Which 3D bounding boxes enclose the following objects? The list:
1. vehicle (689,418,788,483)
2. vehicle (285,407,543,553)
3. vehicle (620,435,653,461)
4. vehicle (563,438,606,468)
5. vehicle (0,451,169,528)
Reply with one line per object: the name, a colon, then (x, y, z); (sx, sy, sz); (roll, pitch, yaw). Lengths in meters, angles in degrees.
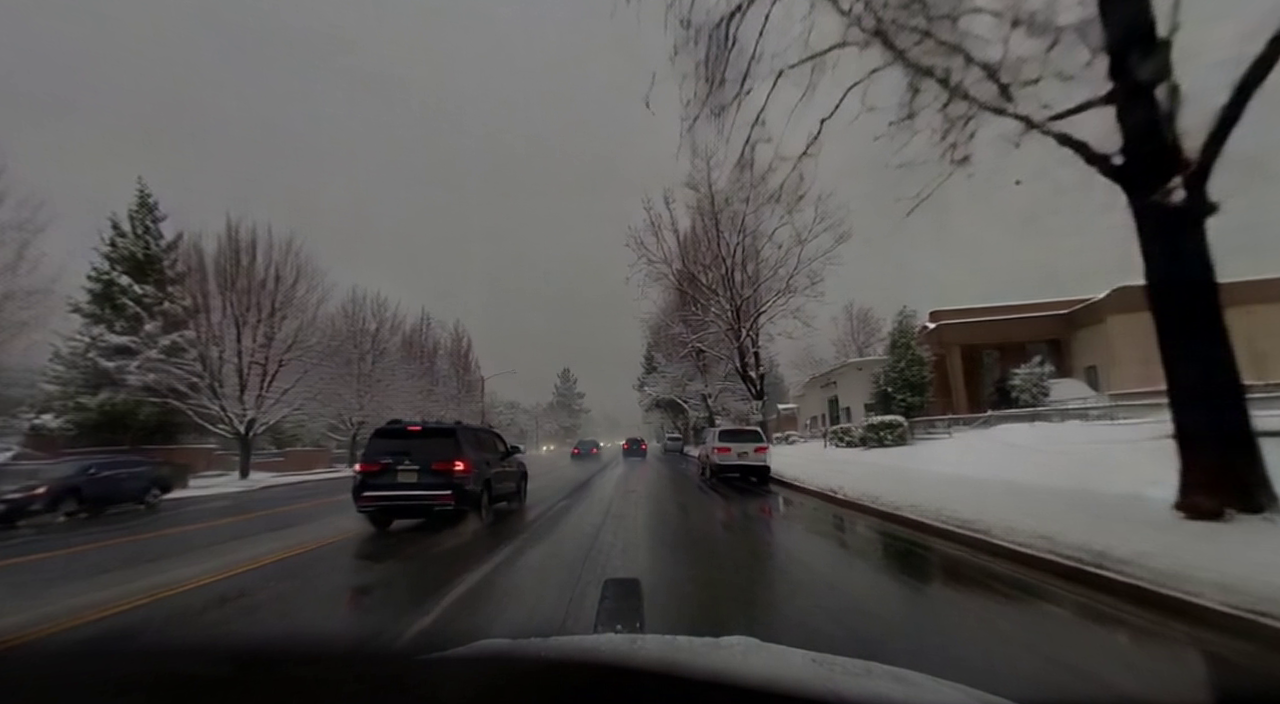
vehicle: (3.329, 3.497, 22.645); (2.653, 2.058, 5.096); (0, -8, -1)
vehicle: (-3.145, 1.924, 10.265); (2.257, 1.751, 5.028); (0, -8, 1)
vehicle: (-0.274, 7.125, 46.761); (2.376, 1.801, 4.317); (0, -8, 0)
vehicle: (-3.224, 5.908, 37.227); (2.167, 1.634, 4.220); (0, -8, 0)
vehicle: (-16.265, 3.874, 18.297); (1.955, 1.698, 4.443); (-4, -7, -1)
